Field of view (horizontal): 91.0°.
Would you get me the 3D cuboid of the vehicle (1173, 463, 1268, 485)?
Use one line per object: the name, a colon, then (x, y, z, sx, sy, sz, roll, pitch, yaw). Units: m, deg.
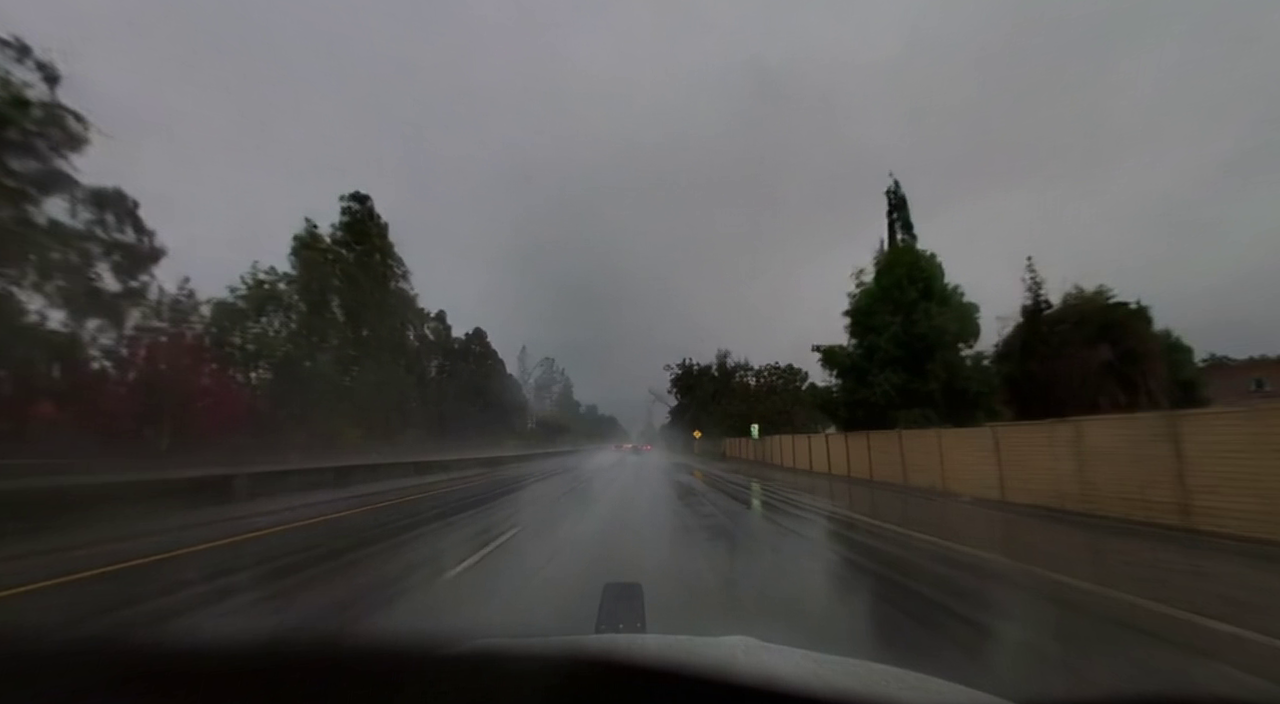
vehicle: (43.308, 9.117, 47.102, 4.674, 1.526, 1.950, -3, -9, 18)
